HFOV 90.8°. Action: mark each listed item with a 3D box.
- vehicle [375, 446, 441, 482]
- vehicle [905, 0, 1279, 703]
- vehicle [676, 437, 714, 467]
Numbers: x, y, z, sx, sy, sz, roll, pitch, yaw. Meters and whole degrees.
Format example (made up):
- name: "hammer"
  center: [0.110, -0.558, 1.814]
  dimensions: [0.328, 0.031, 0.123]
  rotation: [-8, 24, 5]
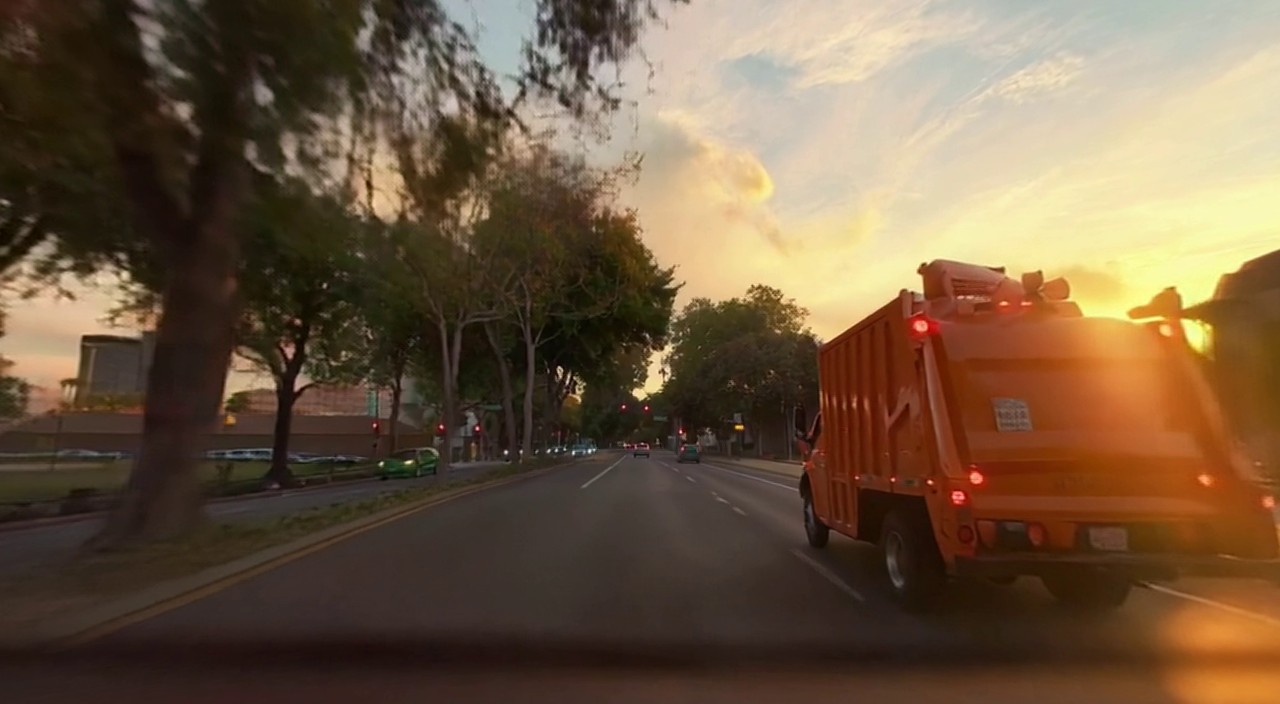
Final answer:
- name: "vehicle"
  center: [-13.652, 6.568, 37.499]
  dimensions: [2.140, 1.961, 4.641]
  rotation: [0, -9, 1]
- name: "vehicle"
  center: [3.804, -0.242, 0.376]
  dimensions: [2.731, 3.407, 10.262]
  rotation: [0, -9, -1]
- name: "vehicle"
  center: [3.731, 6.899, 43.724]
  dimensions: [2.099, 1.936, 4.575]
  rotation: [0, -9, -1]
